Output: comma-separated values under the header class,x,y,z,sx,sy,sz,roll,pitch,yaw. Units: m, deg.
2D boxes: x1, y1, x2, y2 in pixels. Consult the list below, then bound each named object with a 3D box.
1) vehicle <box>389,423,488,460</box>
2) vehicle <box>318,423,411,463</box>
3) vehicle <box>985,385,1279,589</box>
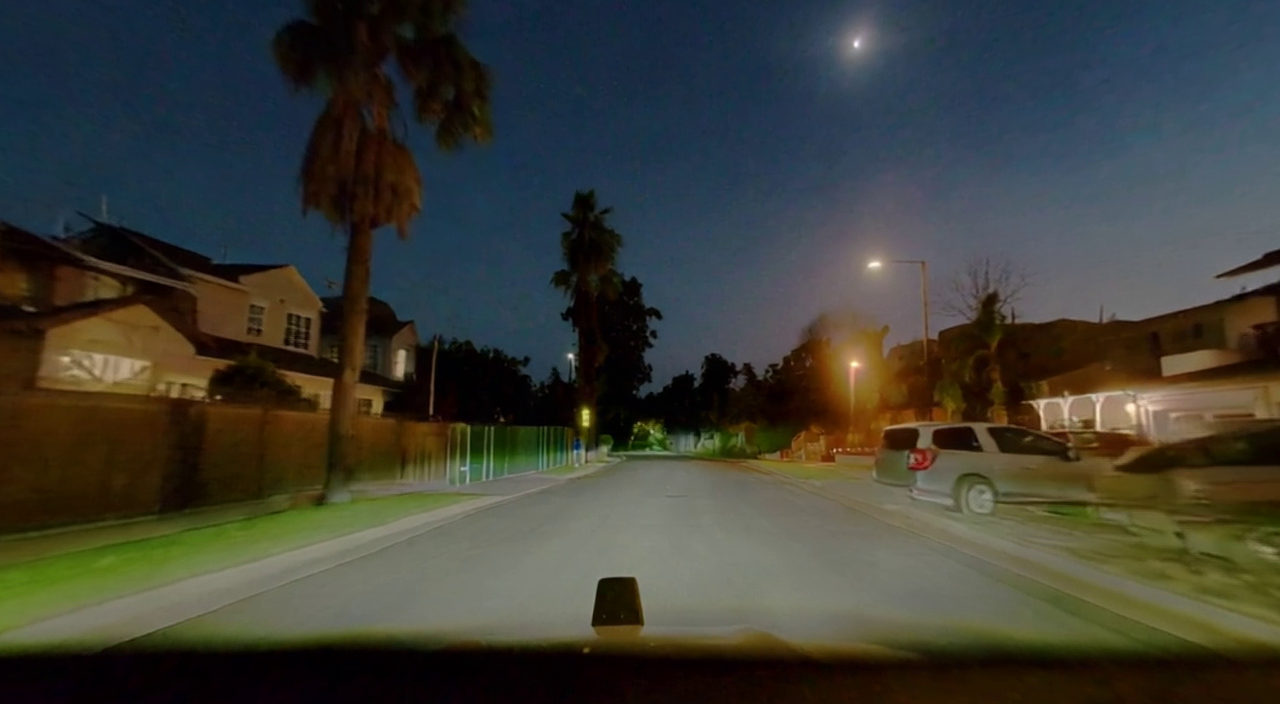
class,x,y,z,sx,sy,sz,roll,pitch,yaw
vehicle,-12.023,5.373,37.960,5.127,1.796,2.045,3,-7,3
vehicle,-13.117,4.338,30.417,1.869,1.646,4.357,3,-7,9
vehicle,7.964,1.632,8.271,5.843,2.097,2.233,2,-8,-11
